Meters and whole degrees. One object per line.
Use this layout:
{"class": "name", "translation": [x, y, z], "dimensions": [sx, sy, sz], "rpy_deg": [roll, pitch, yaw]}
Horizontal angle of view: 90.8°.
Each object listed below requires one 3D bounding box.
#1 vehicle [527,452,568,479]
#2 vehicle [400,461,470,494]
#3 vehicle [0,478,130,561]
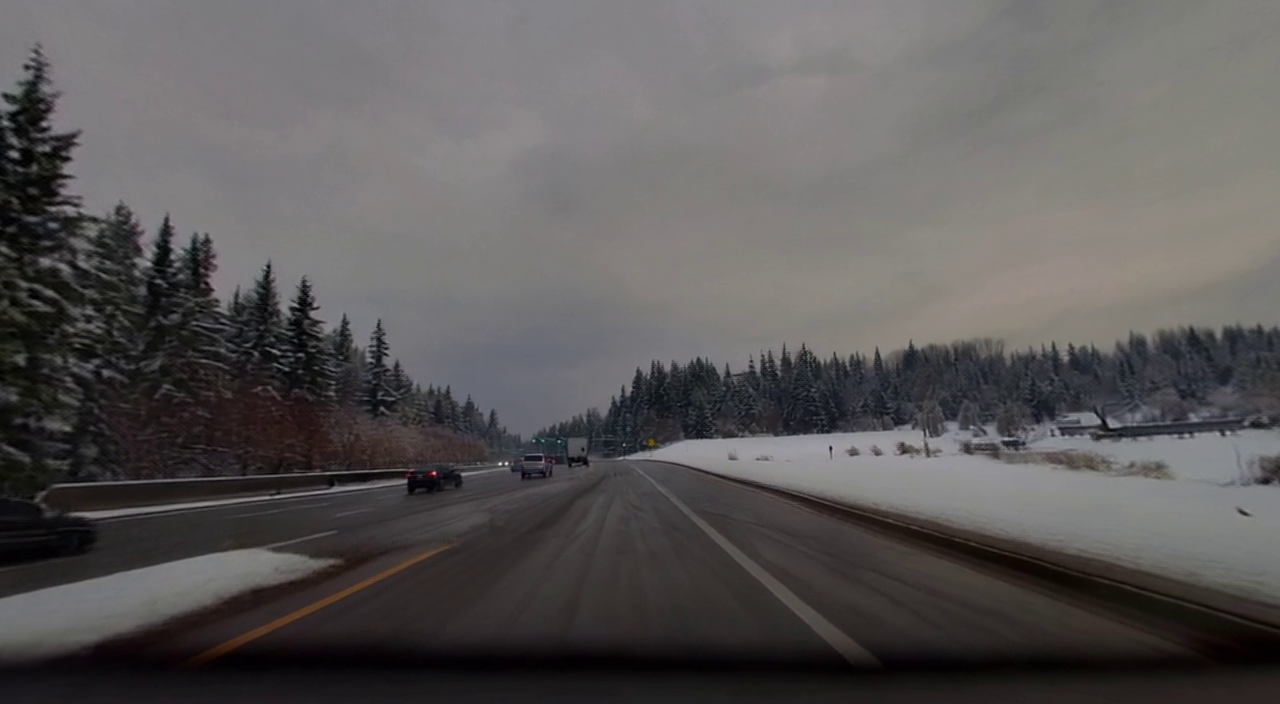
{"class": "vehicle", "translation": [-6.494, 8.019, 44.910], "dimensions": [2.049, 1.699, 4.860], "rpy_deg": [-1, -9, 2]}
{"class": "vehicle", "translation": [-10.886, 6.686, 33.912], "dimensions": [1.886, 1.535, 4.742], "rpy_deg": [-1, -9, 4]}
{"class": "vehicle", "translation": [-13.348, 3.422, 12.878], "dimensions": [1.781, 1.476, 4.513], "rpy_deg": [-1, -9, 7]}
